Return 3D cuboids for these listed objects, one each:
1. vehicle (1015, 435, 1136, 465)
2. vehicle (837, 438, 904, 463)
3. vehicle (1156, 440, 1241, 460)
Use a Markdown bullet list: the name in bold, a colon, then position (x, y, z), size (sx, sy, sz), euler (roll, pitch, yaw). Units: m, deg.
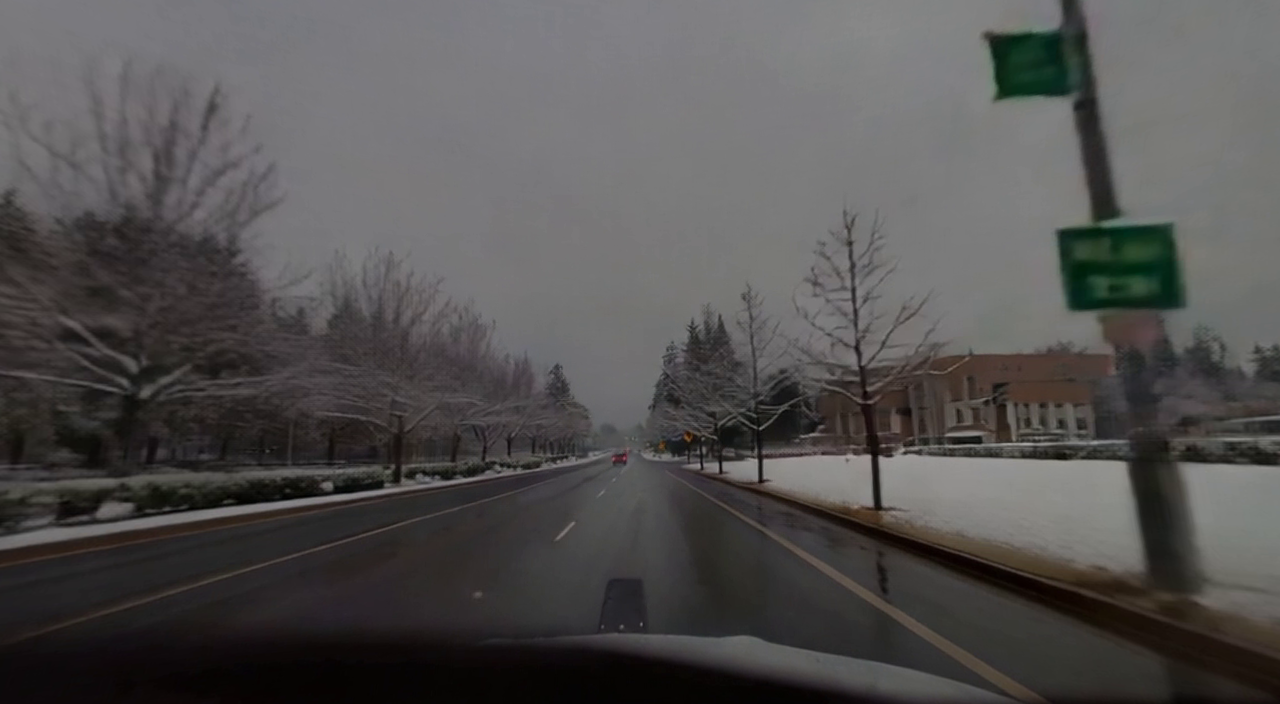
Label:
- **vehicle**: position (27.511, 6.241, 40.091), size (2.196, 1.745, 5.838), euler (6, -10, -33)
- **vehicle**: position (14.576, 6.261, 40.066), size (3.641, 1.408, 1.584), euler (-2, -9, 5)
- **vehicle**: position (44.130, 7.772, 49.956), size (1.734, 1.466, 4.611), euler (5, -10, -31)
